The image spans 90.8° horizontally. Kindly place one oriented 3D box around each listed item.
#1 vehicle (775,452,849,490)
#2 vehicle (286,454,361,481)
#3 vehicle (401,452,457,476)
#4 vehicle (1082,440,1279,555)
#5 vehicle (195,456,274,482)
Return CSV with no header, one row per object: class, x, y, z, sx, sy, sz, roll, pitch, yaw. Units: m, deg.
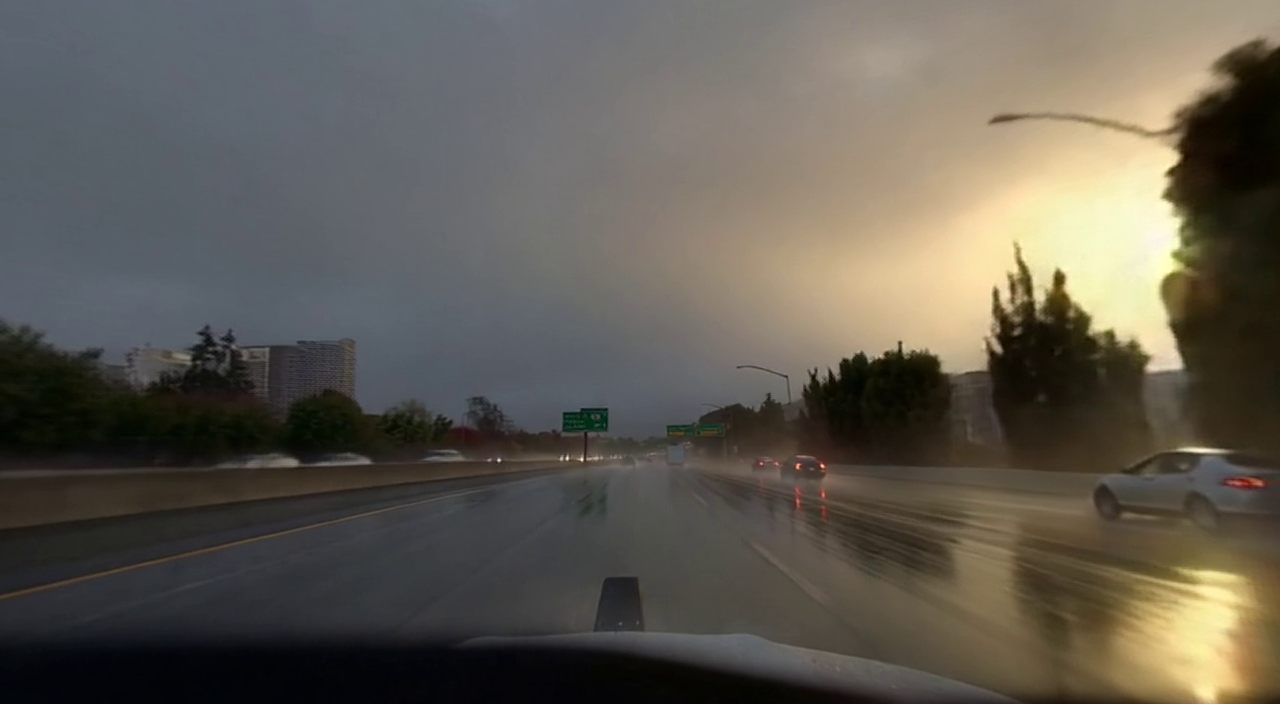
vehicle,7.553,5.263,28.275,1.861,1.500,4.860,0,-9,-1
vehicle,-18.511,6.754,37.215,1.932,1.481,4.700,0,-9,1
vehicle,-15.022,7.941,45.204,2.188,1.607,4.820,0,-9,2
vehicle,10.354,2.401,10.994,2.090,1.643,4.513,0,-9,1
vehicle,-25.170,7.246,39.444,1.947,1.473,4.494,0,-9,0
